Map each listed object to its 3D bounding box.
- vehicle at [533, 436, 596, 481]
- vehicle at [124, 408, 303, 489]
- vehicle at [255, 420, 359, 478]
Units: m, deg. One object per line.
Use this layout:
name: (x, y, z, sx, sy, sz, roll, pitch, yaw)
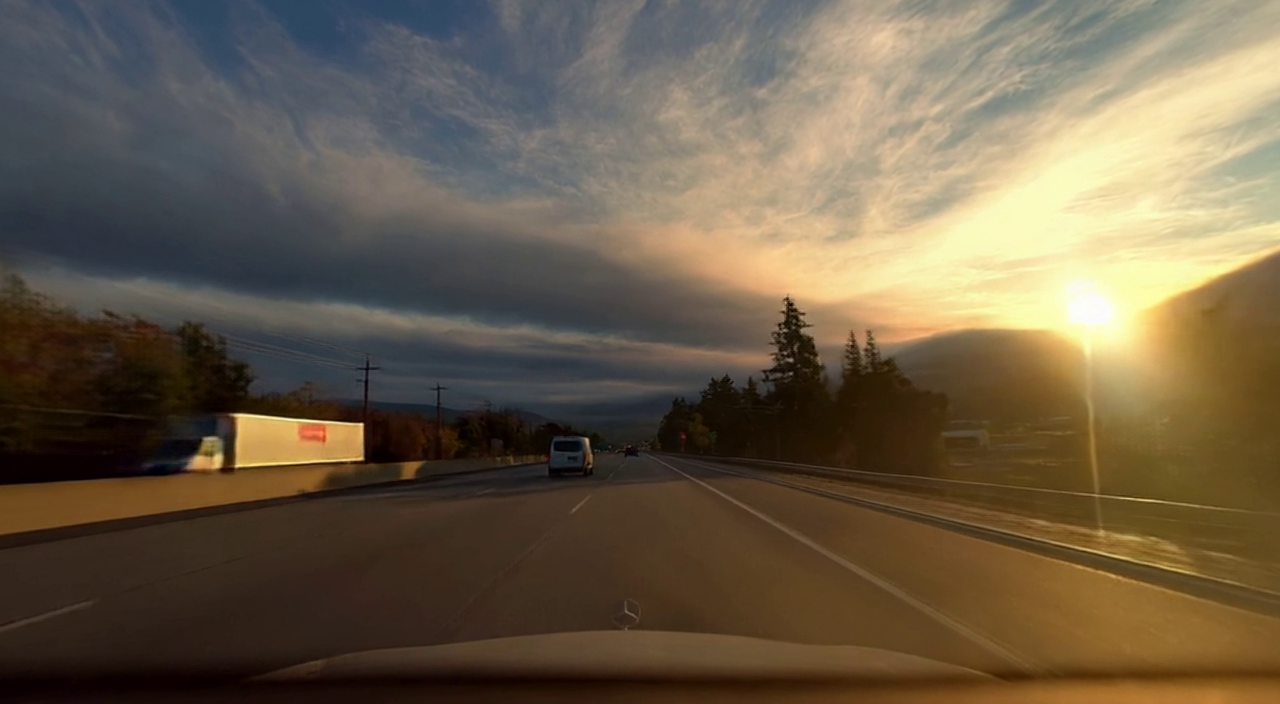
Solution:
vehicle: (-3.512, 5.110, 30.536, 2.349, 1.973, 5.419, 0, -9, 0)
vehicle: (-24.105, 5.607, 36.798, 3.017, 3.992, 10.608, 0, -9, 0)
vehicle: (-24.162, 7.123, 46.456, 2.928, 3.860, 8.514, 0, -9, 0)
